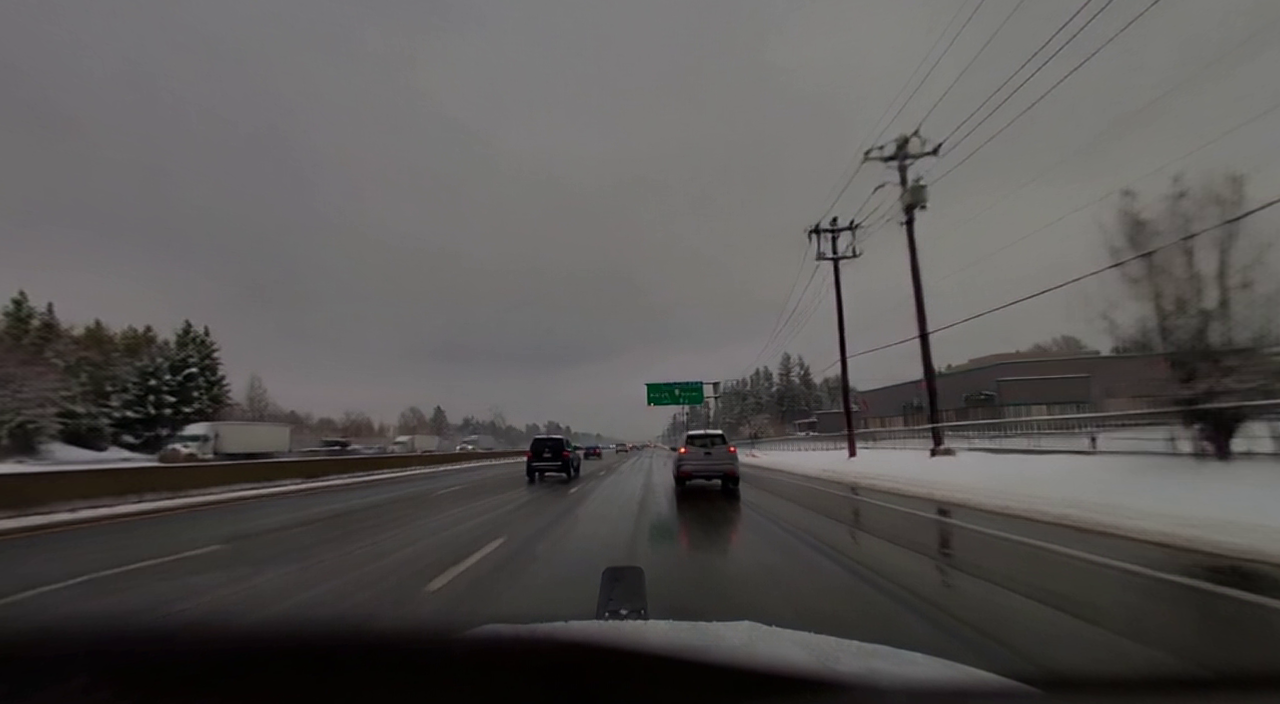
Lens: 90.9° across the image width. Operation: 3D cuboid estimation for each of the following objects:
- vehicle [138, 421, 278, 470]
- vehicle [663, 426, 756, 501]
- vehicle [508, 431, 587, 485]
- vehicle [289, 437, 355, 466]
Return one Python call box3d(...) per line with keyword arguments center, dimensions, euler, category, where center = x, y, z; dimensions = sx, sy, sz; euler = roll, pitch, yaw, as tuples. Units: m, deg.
box3d(center=(-32.608, 7.193, 48.510), dimensions=(2.955, 3.302, 11.152), euler=(0, -8, -1), category="vehicle")
box3d(center=(1.686, 2.899, 16.793), dimensions=(2.134, 1.733, 4.049), euler=(0, -8, 2), category="vehicle")
box3d(center=(-3.224, 3.812, 23.024), dimensions=(2.125, 1.764, 4.393), euler=(0, -8, 1), category="vehicle")
box3d(center=(-22.894, 7.149, 45.592), dimensions=(2.258, 1.959, 4.897), euler=(0, -8, -1), category="vehicle")
